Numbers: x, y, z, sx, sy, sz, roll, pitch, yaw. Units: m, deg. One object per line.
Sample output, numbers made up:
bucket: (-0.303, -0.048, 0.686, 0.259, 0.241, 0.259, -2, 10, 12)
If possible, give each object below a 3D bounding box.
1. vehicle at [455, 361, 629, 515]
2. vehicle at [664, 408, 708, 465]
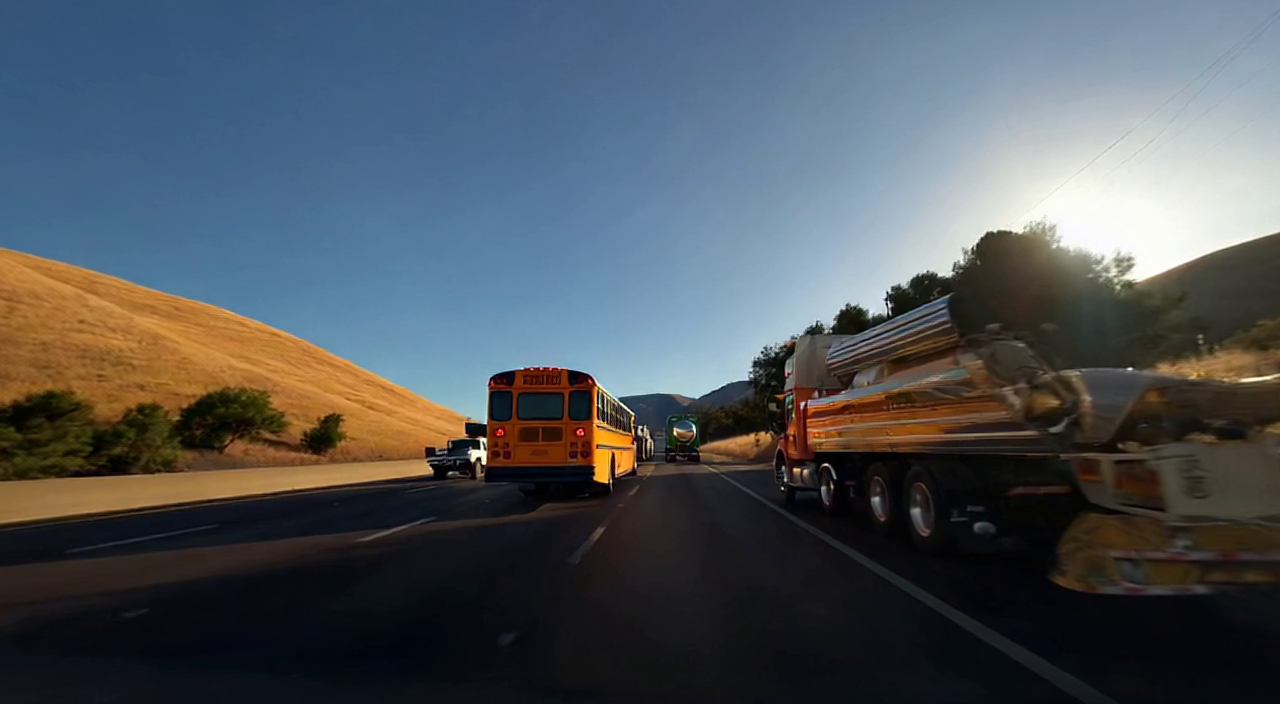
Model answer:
vehicle: (-2.169, 2.576, 18.714, 2.948, 3.265, 10.569, 0, -8, 3)
vehicle: (3.160, 6.057, 44.750, 2.716, 3.705, 7.018, 0, -9, 1)
